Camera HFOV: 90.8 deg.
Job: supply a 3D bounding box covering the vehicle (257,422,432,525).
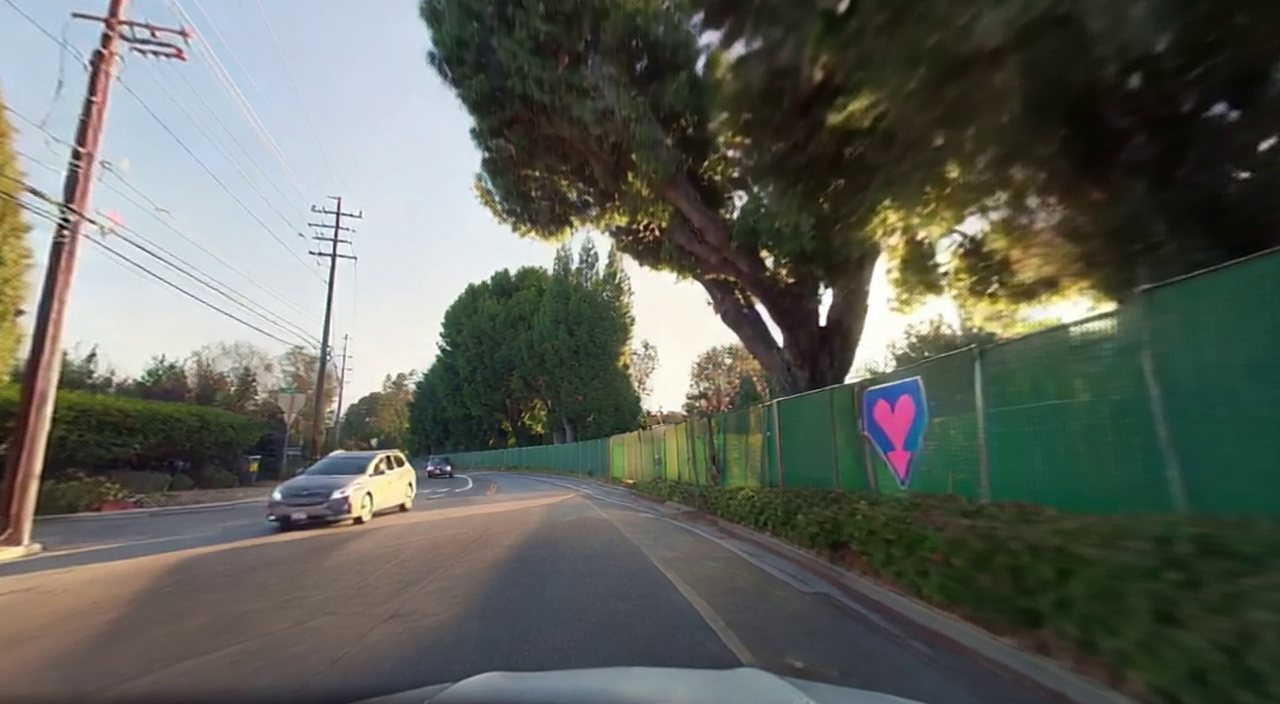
[{"bbox_3d":[-6.237,2.594,13.994,2.185,1.901,4.177,1,-9,-6],"label":"vehicle"}]
